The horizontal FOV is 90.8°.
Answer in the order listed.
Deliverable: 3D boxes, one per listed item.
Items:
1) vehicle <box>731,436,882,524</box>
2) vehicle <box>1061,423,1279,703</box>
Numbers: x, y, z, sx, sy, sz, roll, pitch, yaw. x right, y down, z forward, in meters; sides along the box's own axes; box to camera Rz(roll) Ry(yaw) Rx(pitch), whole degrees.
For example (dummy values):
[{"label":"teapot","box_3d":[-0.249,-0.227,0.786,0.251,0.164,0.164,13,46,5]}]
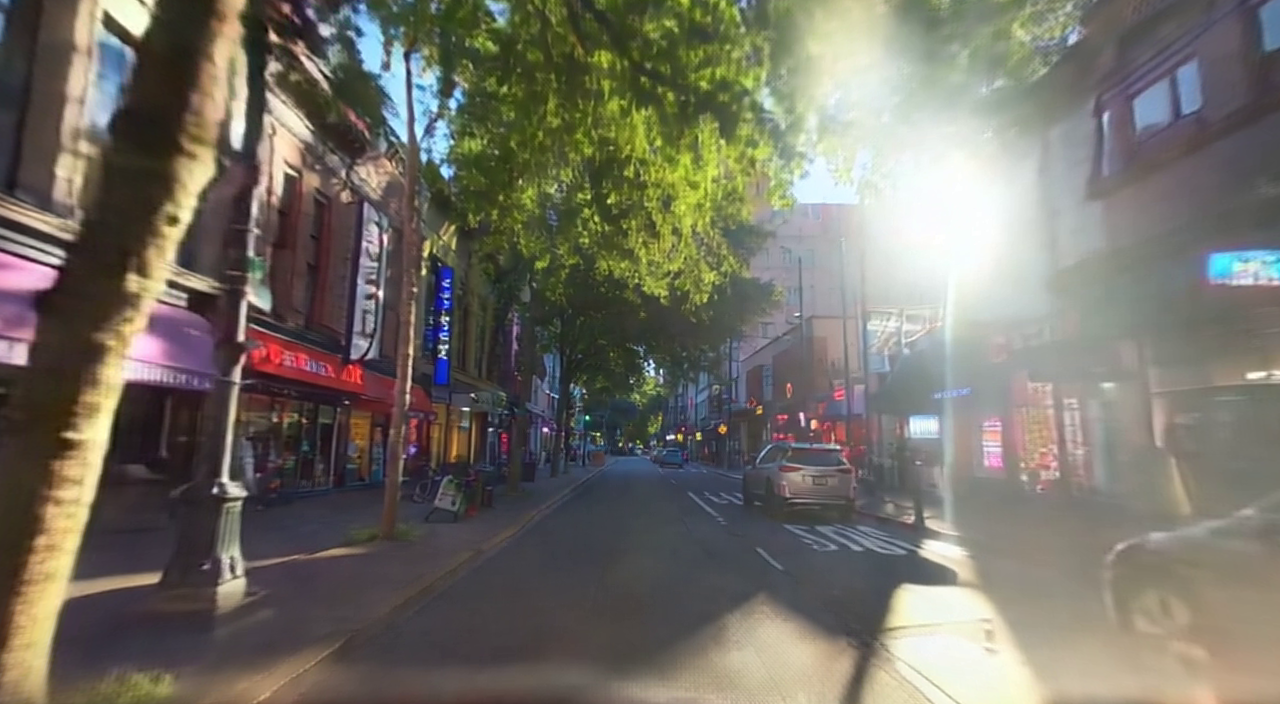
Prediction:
[{"label":"vehicle","box_3d":[3.313,2.647,13.603,1.971,1.559,4.326,0,-9,-1]},{"label":"vehicle","box_3d":[3.995,0.953,2.154,1.977,1.478,4.458,0,-9,-1]}]
